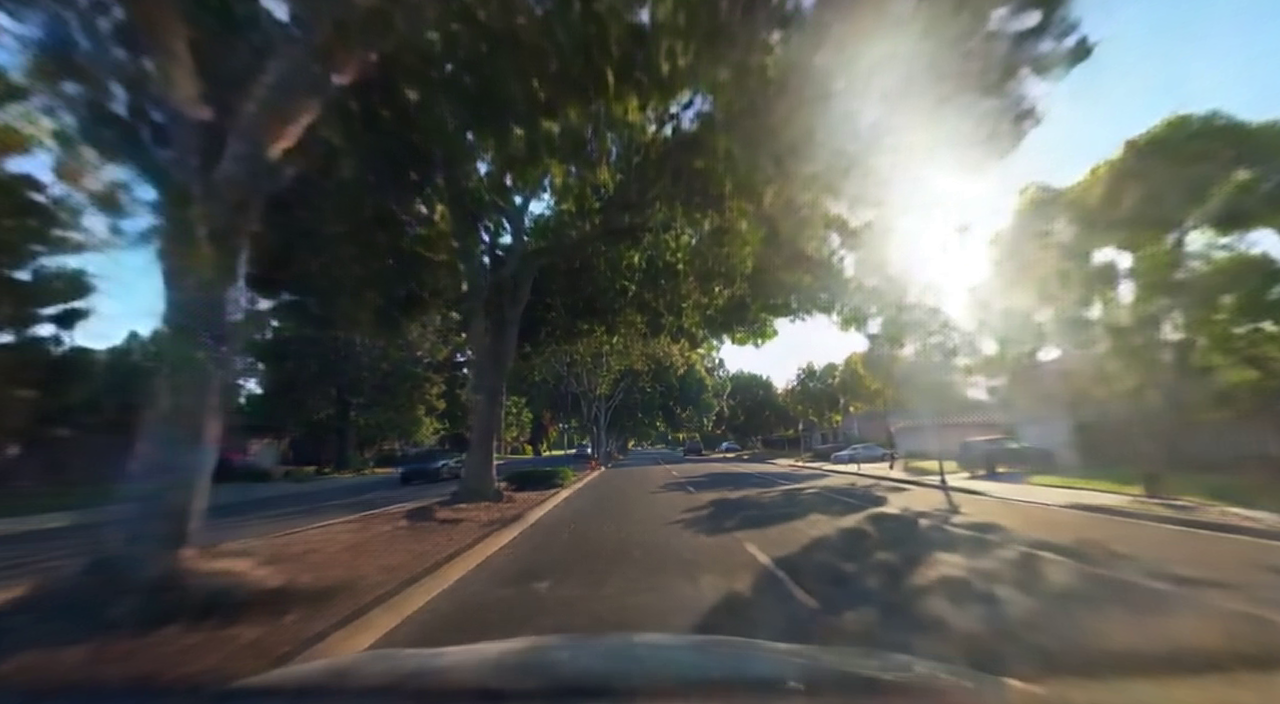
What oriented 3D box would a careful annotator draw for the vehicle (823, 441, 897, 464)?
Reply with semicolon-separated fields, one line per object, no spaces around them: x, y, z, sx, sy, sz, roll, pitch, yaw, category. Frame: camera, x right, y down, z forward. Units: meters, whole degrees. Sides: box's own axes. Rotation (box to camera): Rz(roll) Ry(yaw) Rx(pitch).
15.659;7.154;44.901;4.500;1.390;1.864;-1;-7;-3;vehicle

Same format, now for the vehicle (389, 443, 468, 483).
-9.831;5.190;29.711;2.000;1.728;4.587;0;-8;2;vehicle

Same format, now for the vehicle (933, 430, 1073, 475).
14.433;4.007;25.228;4.386;1.711;1.929;0;-8;1;vehicle
